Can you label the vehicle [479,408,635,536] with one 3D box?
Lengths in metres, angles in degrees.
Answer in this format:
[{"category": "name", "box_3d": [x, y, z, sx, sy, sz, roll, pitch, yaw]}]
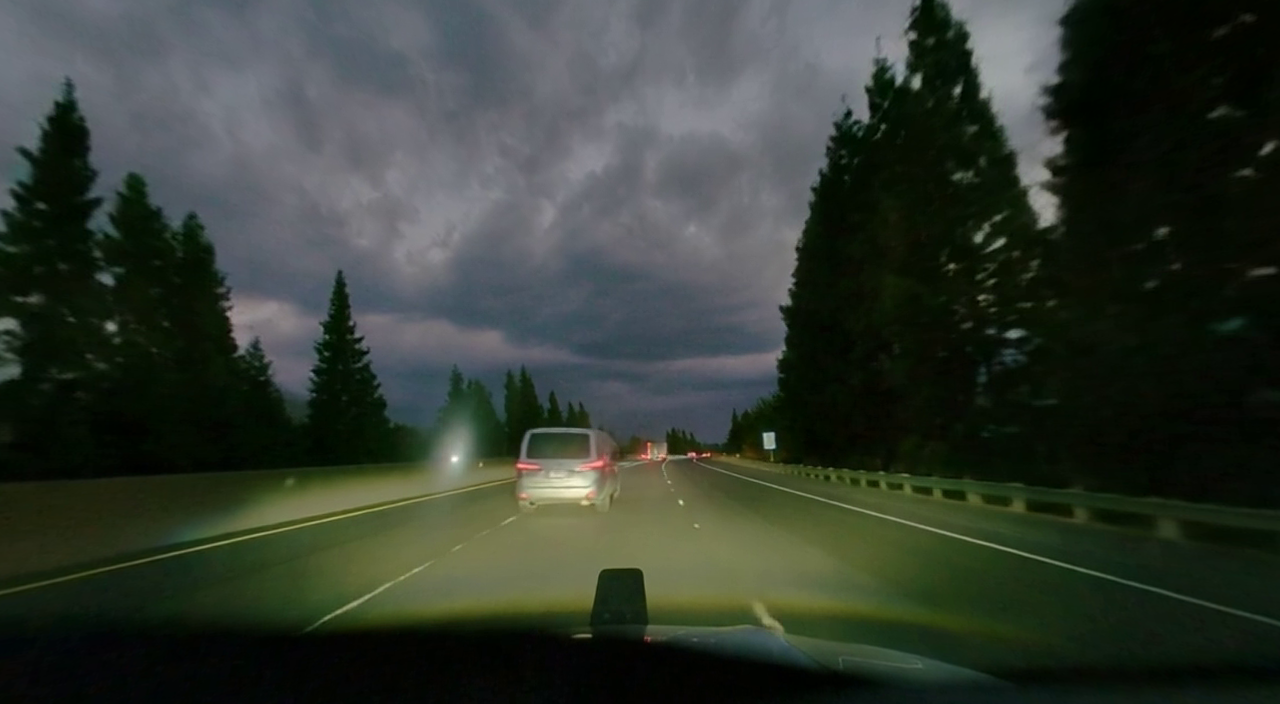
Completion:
[{"category": "vehicle", "box_3d": [-1.361, 2.330, 12.670, 2.219, 2.033, 4.911, -1, -9, 3]}]
